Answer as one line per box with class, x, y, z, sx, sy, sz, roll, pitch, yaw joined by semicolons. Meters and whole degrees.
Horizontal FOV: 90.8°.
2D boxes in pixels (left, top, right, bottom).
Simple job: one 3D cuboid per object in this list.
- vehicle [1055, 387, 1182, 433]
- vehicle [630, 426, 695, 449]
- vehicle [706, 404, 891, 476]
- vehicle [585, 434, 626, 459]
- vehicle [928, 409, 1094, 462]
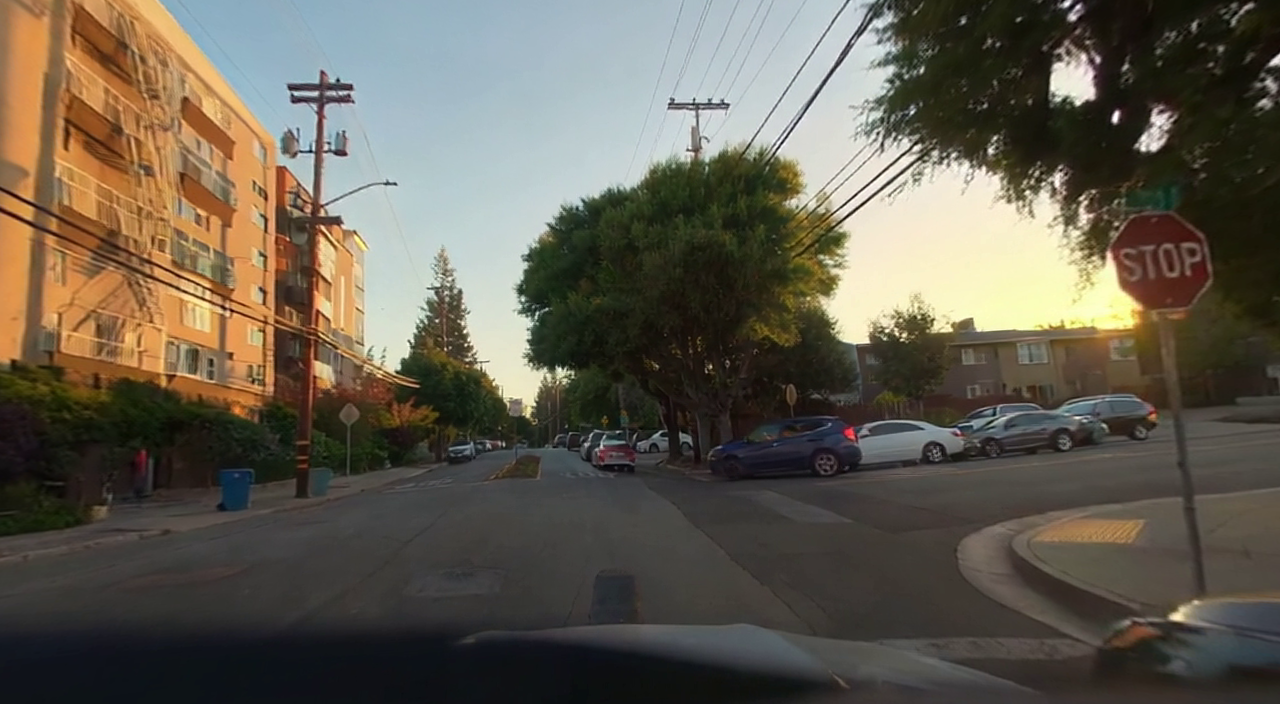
vehicle;21.977;2.774;29.284;1.976;1.876;4.405;1;-9;-10
vehicle;1.634;6.366;46.783;4.424;1.645;1.820;2;-9;-14
vehicle;4.440;2.564;18.139;4.790;1.872;2.155;-2;-10;14
vehicle;-2.250;6.012;40.252;1.918;1.475;4.060;2;-9;-12
vehicle;12.937;2.936;22.161;4.830;1.490;1.878;-2;-10;-11
